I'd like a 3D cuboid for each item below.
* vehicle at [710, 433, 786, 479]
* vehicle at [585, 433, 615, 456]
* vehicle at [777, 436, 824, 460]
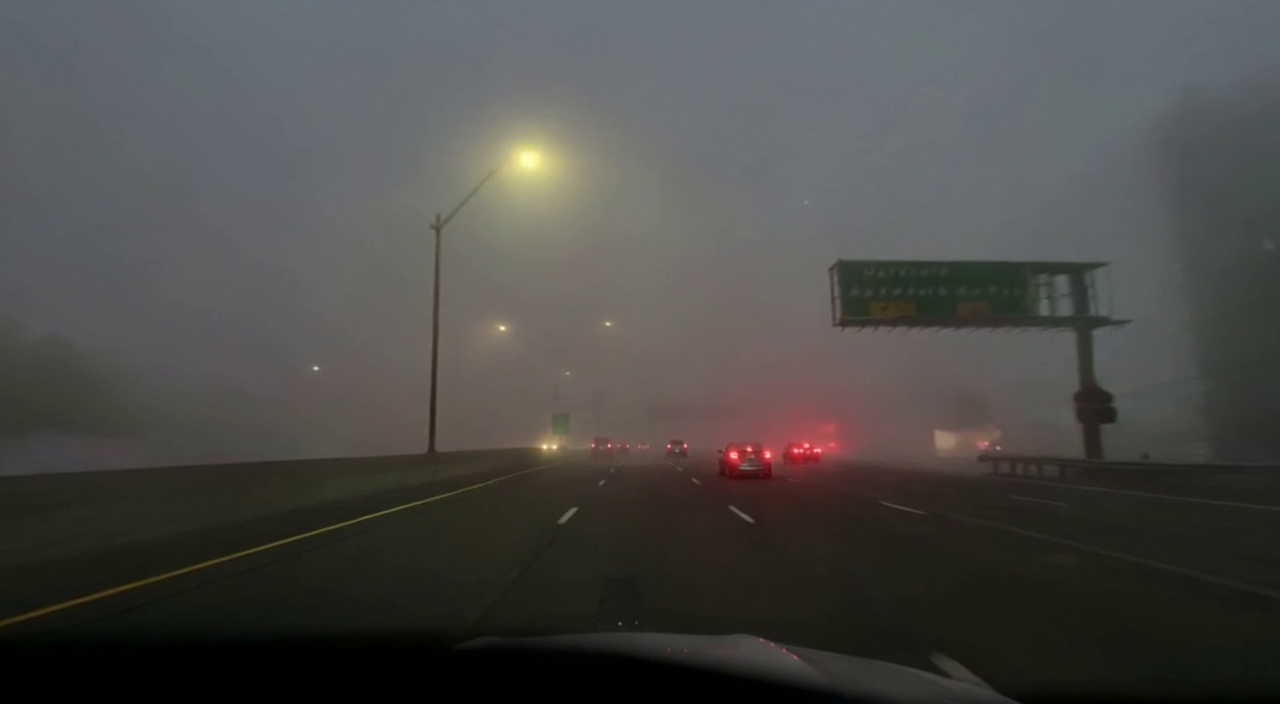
[{"bbox_3d":[3.799,3.762,22.987,1.961,1.504,4.094,0,-8,-1],"label":"vehicle"},{"bbox_3d":[-3.109,7.269,49.469,2.072,1.730,4.381,0,-8,0],"label":"vehicle"},{"bbox_3d":[11.011,6.627,43.541,2.019,1.529,4.385,0,-8,-1],"label":"vehicle"}]
